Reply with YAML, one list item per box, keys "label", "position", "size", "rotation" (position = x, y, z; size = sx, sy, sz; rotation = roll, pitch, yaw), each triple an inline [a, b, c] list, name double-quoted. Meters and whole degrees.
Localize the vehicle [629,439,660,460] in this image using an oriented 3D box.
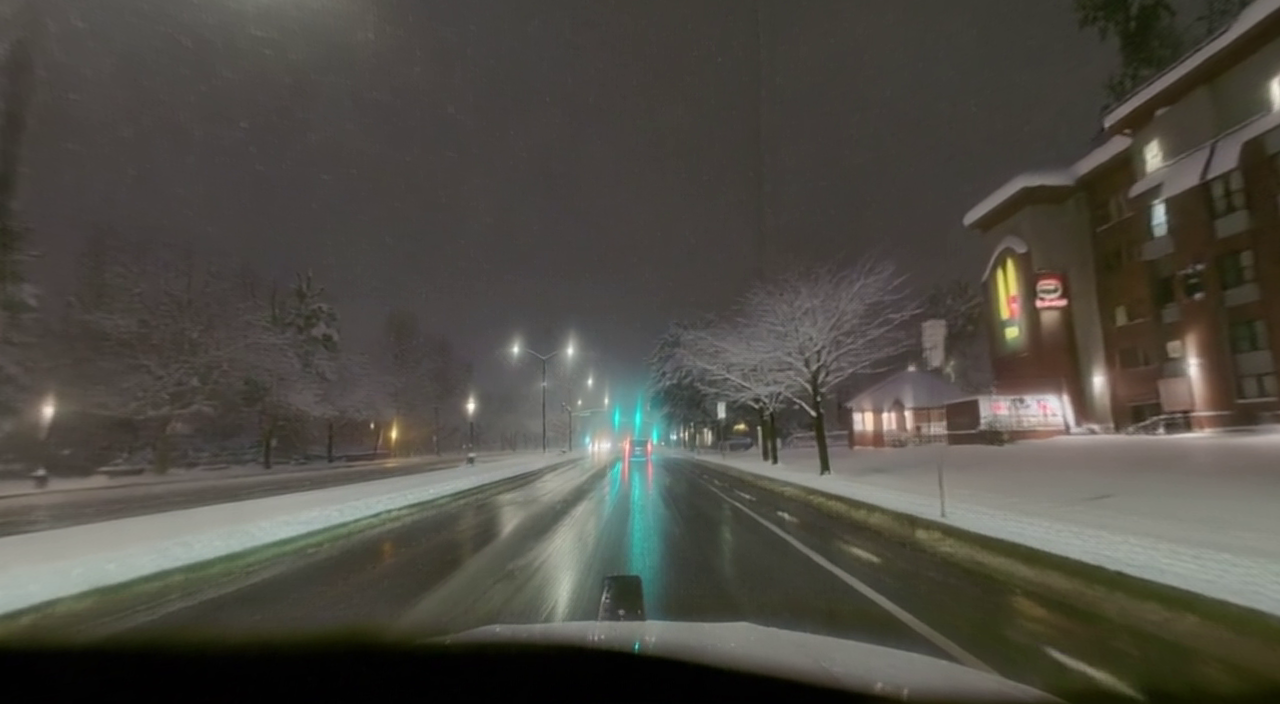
- label: "vehicle"
  position: [0.306, 6.995, 45.432]
  size: [2.115, 1.461, 3.976]
  rotation: [0, -8, -1]
